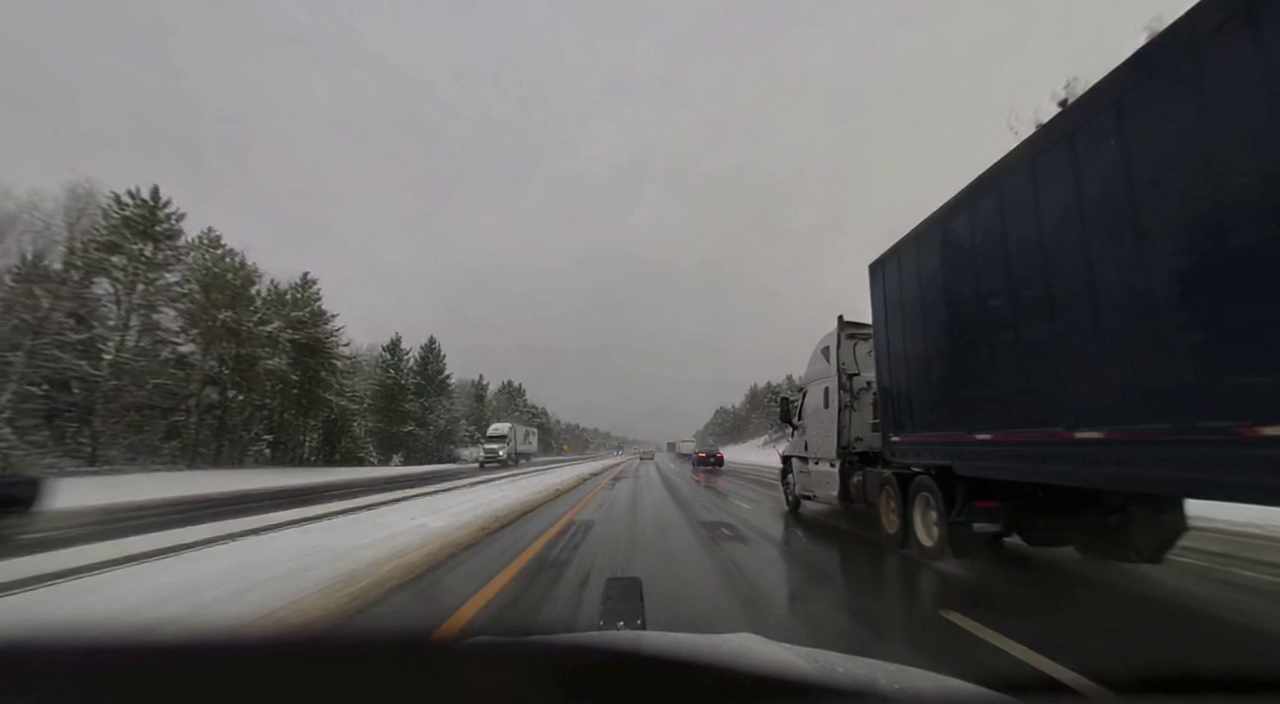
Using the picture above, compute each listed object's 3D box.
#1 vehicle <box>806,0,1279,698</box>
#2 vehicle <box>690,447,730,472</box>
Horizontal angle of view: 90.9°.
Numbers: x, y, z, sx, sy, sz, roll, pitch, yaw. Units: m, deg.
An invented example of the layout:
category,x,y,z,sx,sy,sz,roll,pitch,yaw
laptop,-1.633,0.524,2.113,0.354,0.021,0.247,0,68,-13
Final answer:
category,x,y,z,sx,sy,sz,roll,pitch,yaw
vehicle,4.896,0.142,5.537,2.889,4.072,13.991,0,-9,-1
vehicle,4.502,6.952,40.873,2.043,1.542,3.881,0,-9,-1
